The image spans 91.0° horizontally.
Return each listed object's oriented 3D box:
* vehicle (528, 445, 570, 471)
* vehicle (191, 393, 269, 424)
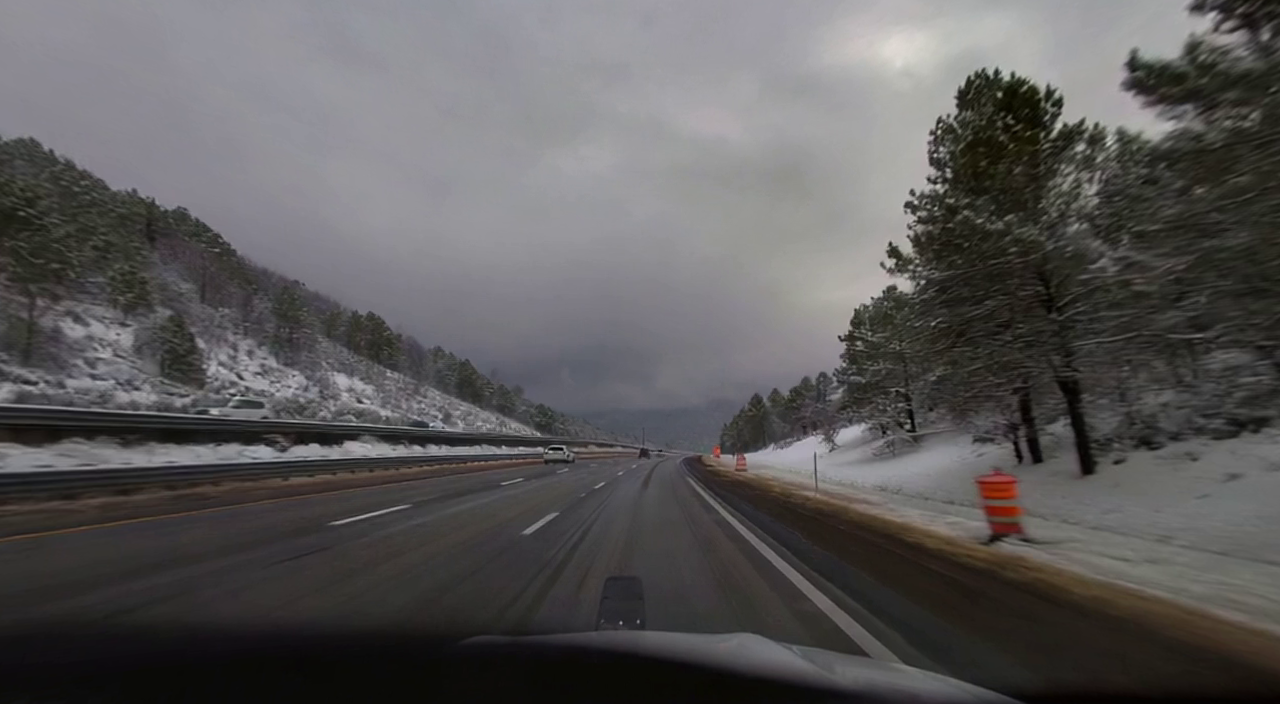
[{"bbox_3d":[-5.953,6.970,41.528,2.042,1.585,4.162,0,-9,1],"label":"vehicle"},{"bbox_3d":[-25.654,3.623,39.623,1.820,1.683,4.493,-1,-9,1],"label":"vehicle"}]
